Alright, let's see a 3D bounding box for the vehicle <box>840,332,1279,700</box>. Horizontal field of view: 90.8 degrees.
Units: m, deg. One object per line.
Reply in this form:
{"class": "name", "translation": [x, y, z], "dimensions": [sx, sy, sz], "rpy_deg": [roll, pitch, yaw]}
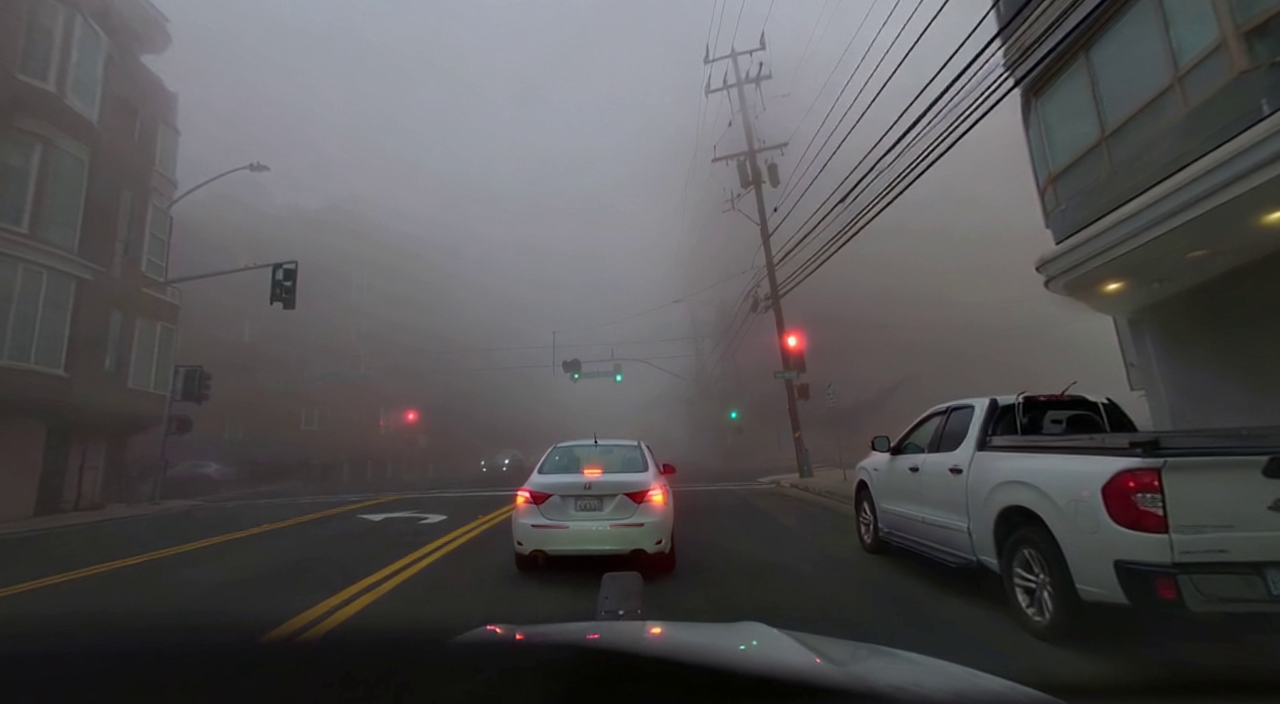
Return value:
{"class": "vehicle", "translation": [3.836, 1.216, 5.909], "dimensions": [2.248, 1.945, 5.011], "rpy_deg": [0, -8, 0]}

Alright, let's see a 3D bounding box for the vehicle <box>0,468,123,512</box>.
{"class": "vehicle", "translation": [-24.764, 5.859, 26.937], "dimensions": [3.891, 1.538, 1.698], "rpy_deg": [-4, -11, 0]}

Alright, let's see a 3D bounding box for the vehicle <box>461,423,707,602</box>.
{"class": "vehicle", "translation": [-0.472, 1.633, 7.339], "dimensions": [2.019, 1.453, 4.129], "rpy_deg": [0, -8, 0]}

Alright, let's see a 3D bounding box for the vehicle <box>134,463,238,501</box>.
{"class": "vehicle", "translation": [-25.341, 7.266, 35.381], "dimensions": [4.337, 1.739, 1.981], "rpy_deg": [-5, -11, 1]}
